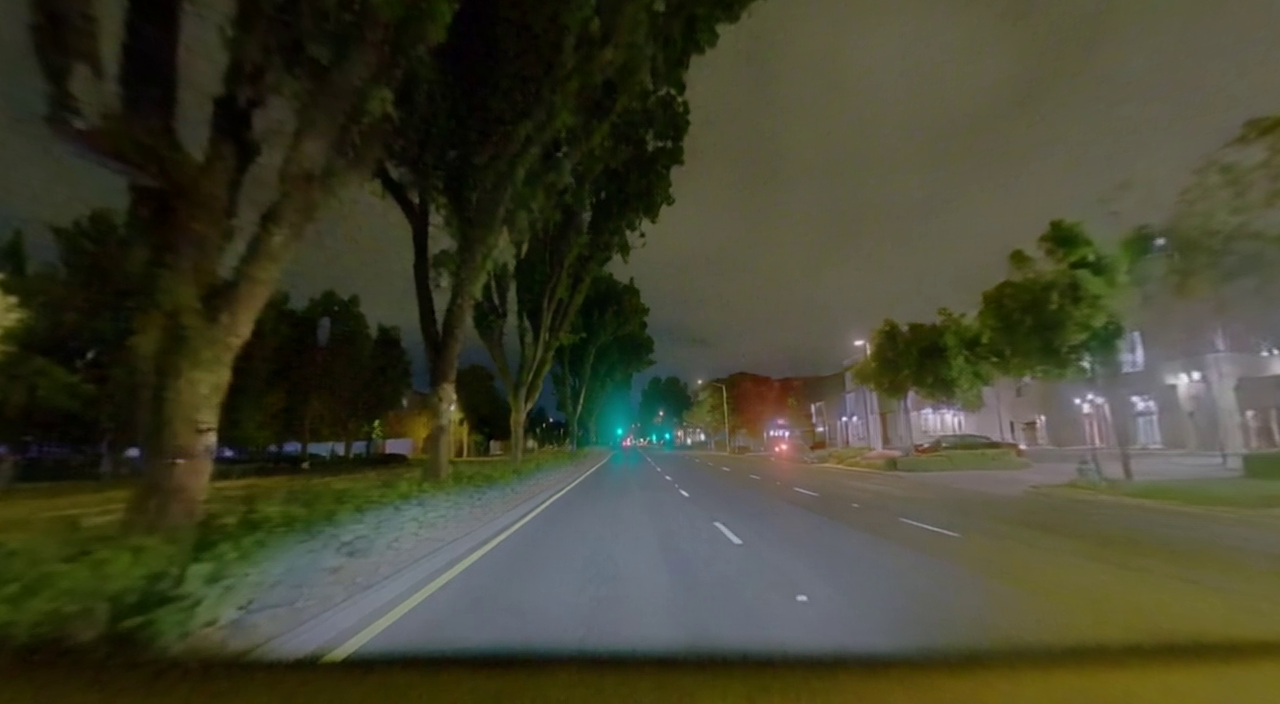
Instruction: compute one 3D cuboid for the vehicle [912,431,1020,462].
[{"bbox_3d":[16.921,4.921,32.934,4.505,1.498,2.068,0,-8,-3],"label":"vehicle"}]
